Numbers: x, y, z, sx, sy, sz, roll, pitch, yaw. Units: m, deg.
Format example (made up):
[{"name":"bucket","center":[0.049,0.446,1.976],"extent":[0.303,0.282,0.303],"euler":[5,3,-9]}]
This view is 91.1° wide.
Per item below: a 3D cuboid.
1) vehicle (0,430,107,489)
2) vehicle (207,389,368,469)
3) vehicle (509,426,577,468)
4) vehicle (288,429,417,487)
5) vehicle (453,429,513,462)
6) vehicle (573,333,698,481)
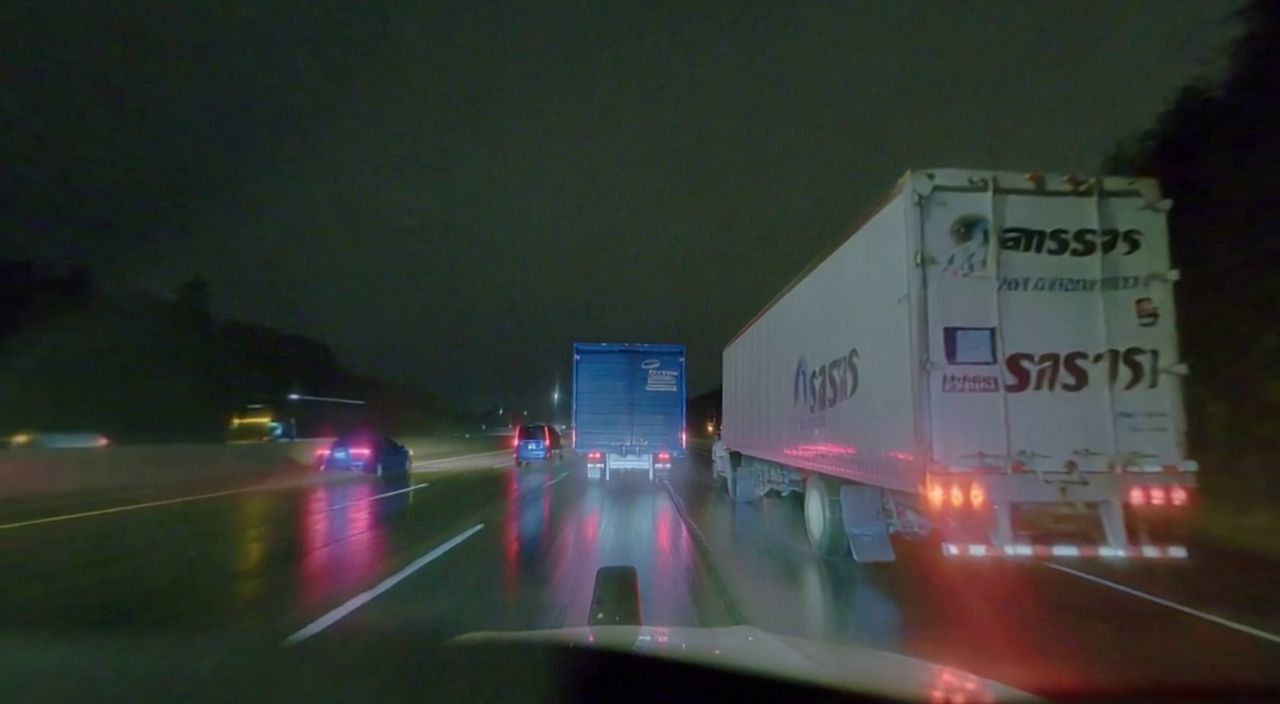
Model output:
[{"name":"vehicle","center":[-23.391,3.971,23.518],"extent":[2.265,2.029,5.280],"euler":[0,-8,-1]},{"name":"vehicle","center":[-19.789,4.530,36.553],"extent":[3.034,3.950,10.763],"euler":[0,-8,0]},{"name":"vehicle","center":[-4.159,4.156,27.832],"extent":[2.168,1.671,4.888],"euler":[0,-8,1]},{"name":"vehicle","center":[-8.266,3.058,18.556],"extent":[1.940,1.488,3.976],"euler":[0,-8,0]},{"name":"vehicle","center":[-8.041,4.836,32.610],"extent":[1.981,1.574,4.561],"euler":[0,-8,0]},{"name":"vehicle","center":[-0.189,2.215,22.827],"extent":[3.442,4.106,10.719],"euler":[0,-8,-1]}]
